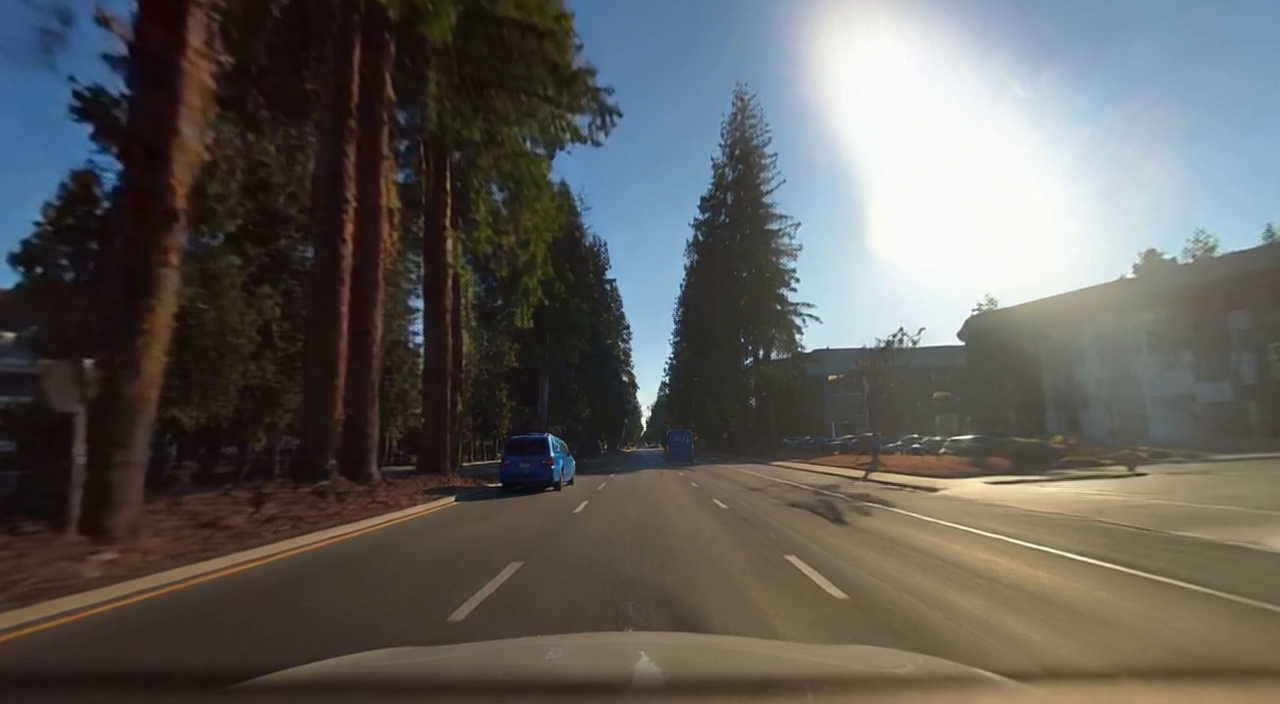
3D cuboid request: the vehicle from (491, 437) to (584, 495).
[{"bbox_3d":[-3.085,3.560,20.083,2.129,1.602,4.532,0,-8,1],"label":"vehicle"}]
